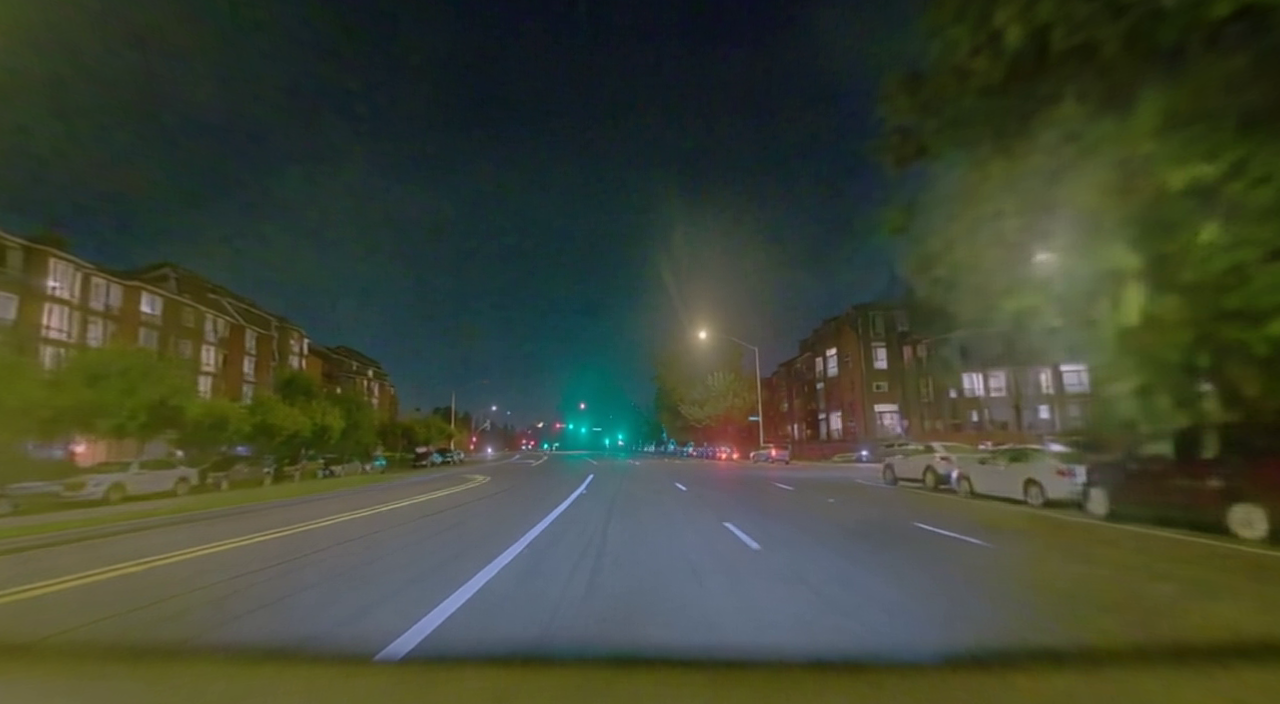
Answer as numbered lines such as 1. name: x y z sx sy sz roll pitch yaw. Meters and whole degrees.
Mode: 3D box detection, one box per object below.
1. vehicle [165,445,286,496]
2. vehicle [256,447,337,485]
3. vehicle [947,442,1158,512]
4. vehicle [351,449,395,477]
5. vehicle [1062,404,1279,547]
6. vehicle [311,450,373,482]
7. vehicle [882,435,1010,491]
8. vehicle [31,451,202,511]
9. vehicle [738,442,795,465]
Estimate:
1. vehicle: -17.484 4.960 26.956 2.099 1.917 4.720 -1 -8 -2
2. vehicle: -17.766 5.880 32.854 1.883 1.775 4.466 -1 -8 -3
3. vehicle: 9.721 2.955 15.472 1.863 1.423 4.709 1 -9 -2
4. vehicle: -18.342 7.603 43.394 1.836 1.512 3.581 -2 -6 -6
5. vehicle: 9.905 1.987 10.482 2.091 1.962 5.091 1 -9 -2
6. vehicle: -17.954 6.852 38.202 1.802 1.477 4.648 -3 -5 -5
7. vehicle: 9.773 3.584 20.636 1.853 1.578 4.736 0 -9 0
8. vehicle: -17.173 4.188 21.070 1.859 1.694 4.638 -1 -8 -2
9. vehicle: 9.251 7.498 46.591 1.919 1.627 4.196 5 -10 -26
